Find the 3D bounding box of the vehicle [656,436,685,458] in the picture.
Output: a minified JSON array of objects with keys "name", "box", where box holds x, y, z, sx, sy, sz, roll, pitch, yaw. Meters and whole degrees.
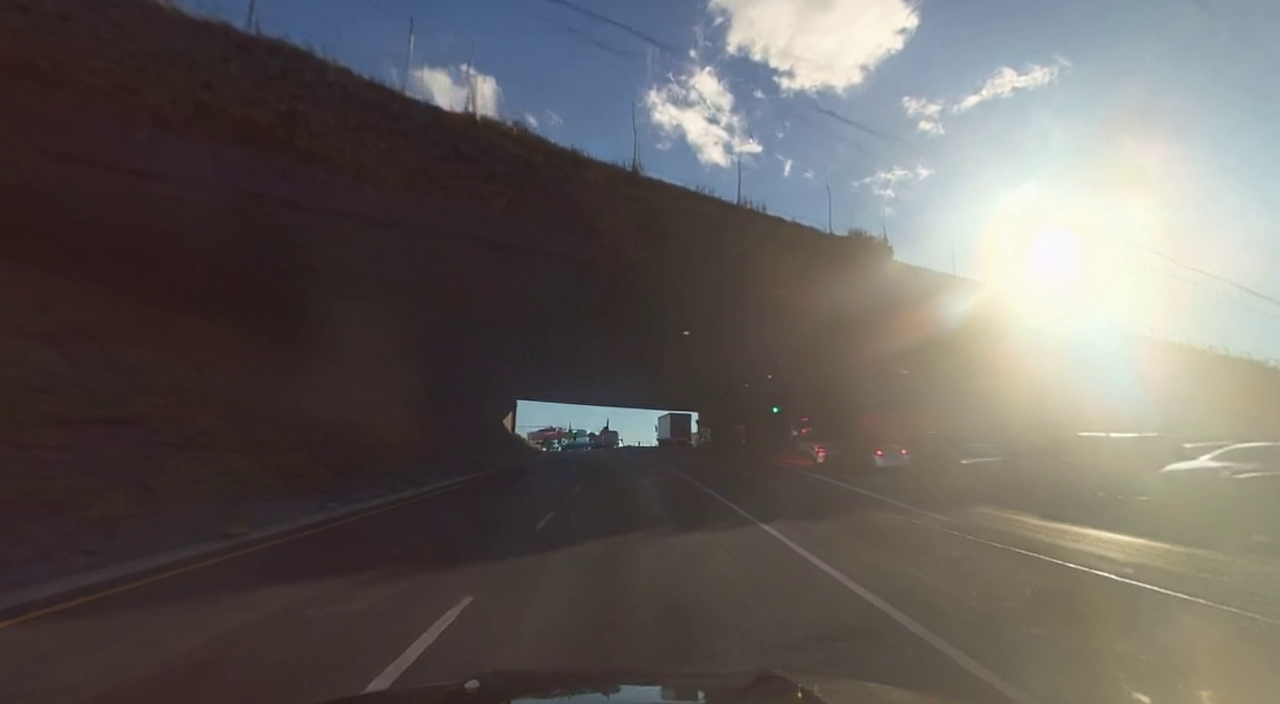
[{"name":"vehicle","box":[2.180,6.636,44.102,1.947,1.475,3.962,-1,-8,4]}]
